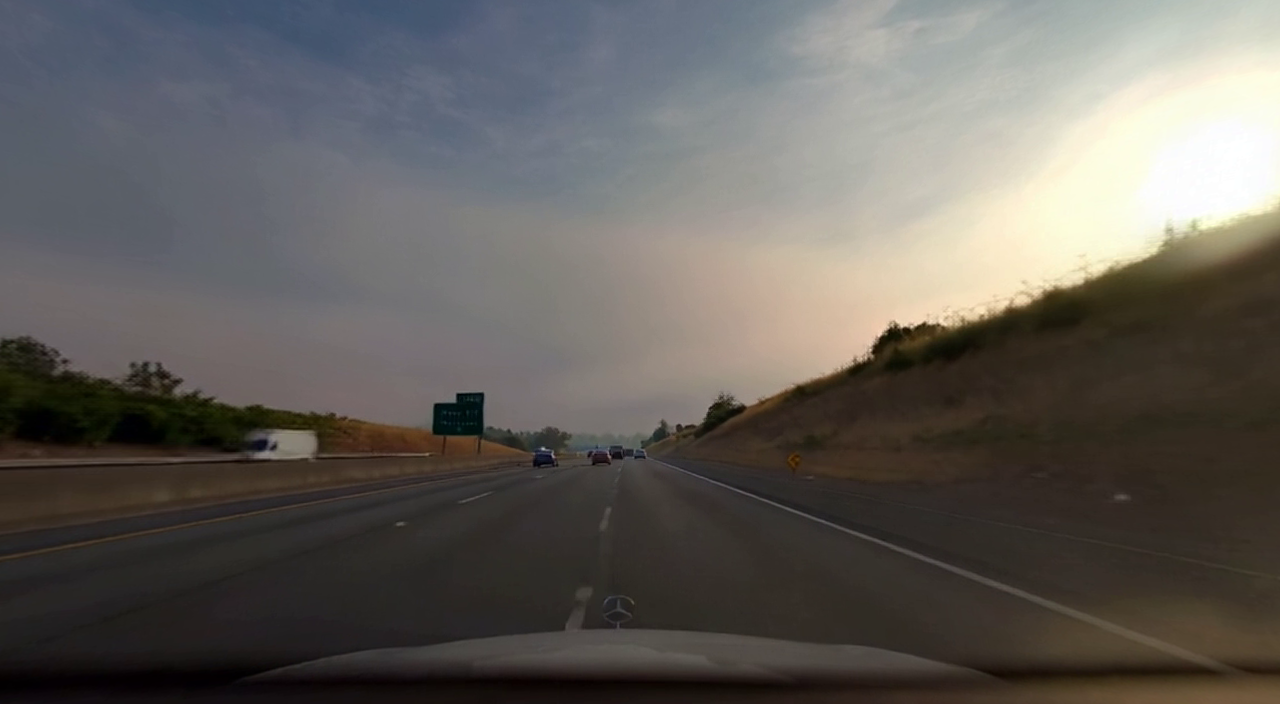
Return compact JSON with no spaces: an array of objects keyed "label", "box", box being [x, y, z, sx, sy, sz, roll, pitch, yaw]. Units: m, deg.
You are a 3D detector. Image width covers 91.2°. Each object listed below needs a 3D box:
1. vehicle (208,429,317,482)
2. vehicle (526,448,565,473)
[{"label":"vehicle","box":[-20.146,5.555,33.884,2.319,2.572,5.944,0,-9,-2]},{"label":"vehicle","box":[-6.350,7.321,42.529,2.028,1.563,4.734,0,-9,-1]}]
